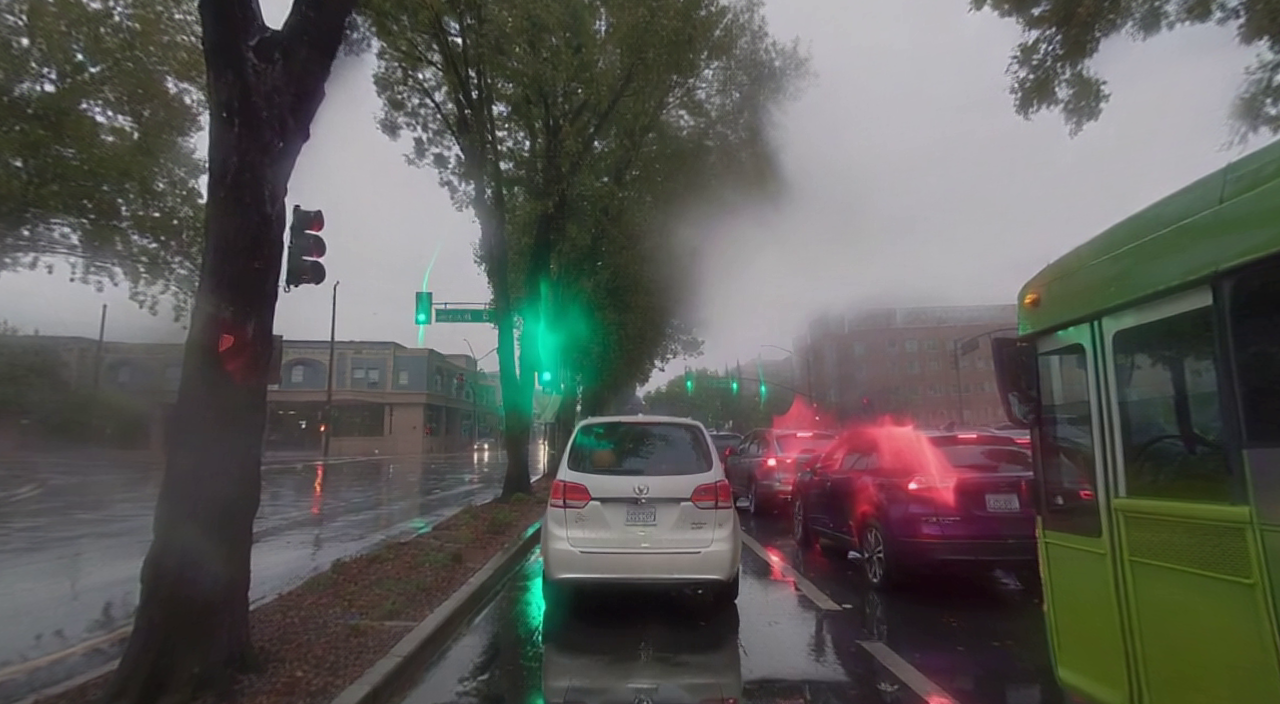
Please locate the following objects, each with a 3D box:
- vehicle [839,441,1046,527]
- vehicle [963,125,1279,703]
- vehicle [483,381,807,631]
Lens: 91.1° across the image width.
[{"bbox_3d":[5.982,2.635,13.237,1.987,1.457,4.675,0,-8,-1],"label":"vehicle"},{"bbox_3d":[2.609,0.315,0.441,2.037,2.065,5.037,0,-8,0],"label":"vehicle"},{"bbox_3d":[0.012,1.473,7.022,2.381,1.842,4.603,0,-8,-1],"label":"vehicle"}]
